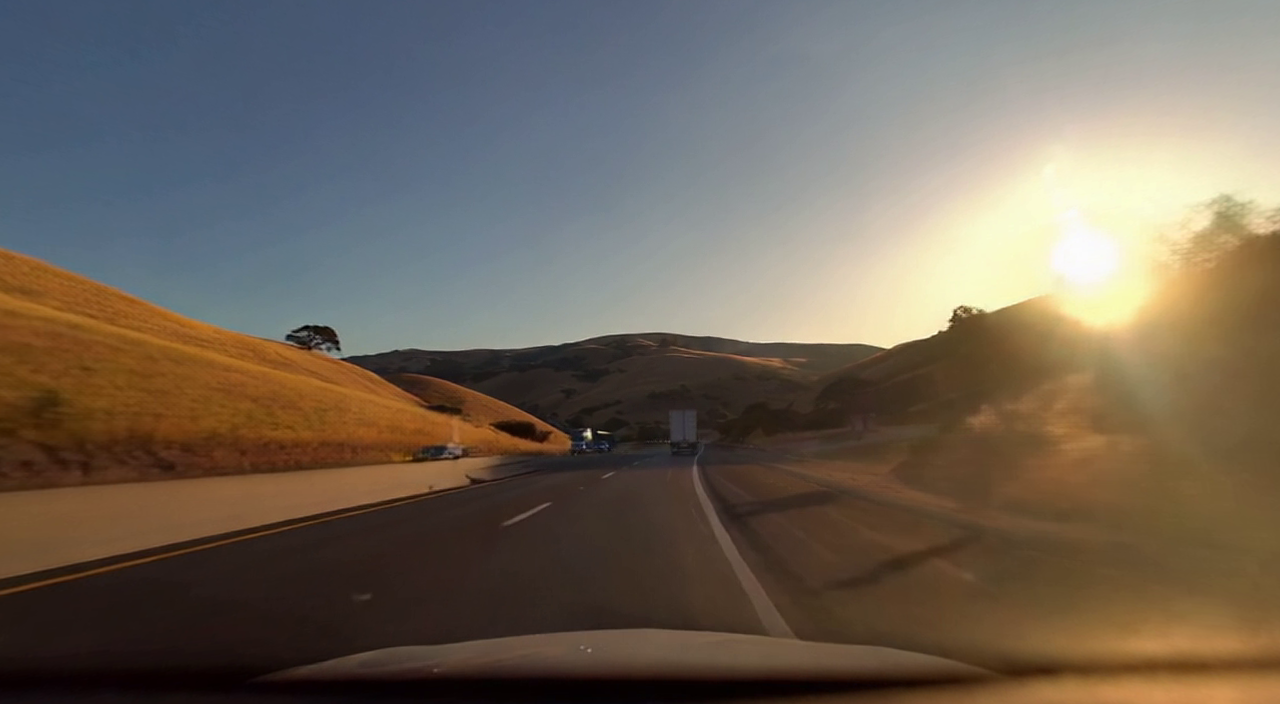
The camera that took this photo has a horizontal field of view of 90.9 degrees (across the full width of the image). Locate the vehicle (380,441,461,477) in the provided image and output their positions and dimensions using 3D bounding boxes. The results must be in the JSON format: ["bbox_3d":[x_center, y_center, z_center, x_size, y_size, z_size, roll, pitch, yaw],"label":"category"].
[{"bbox_3d":[-9.965,4.887,28.968,1.994,1.486,4.395,-1,-8,2],"label":"vehicle"}]
